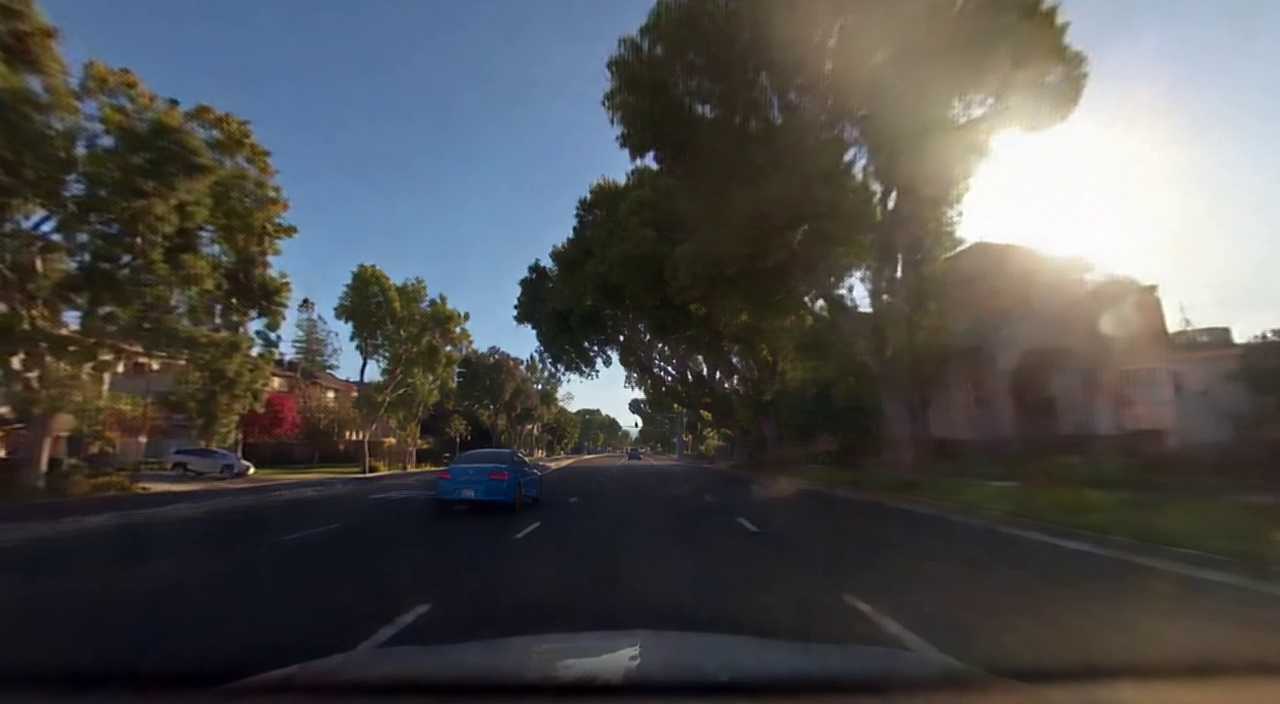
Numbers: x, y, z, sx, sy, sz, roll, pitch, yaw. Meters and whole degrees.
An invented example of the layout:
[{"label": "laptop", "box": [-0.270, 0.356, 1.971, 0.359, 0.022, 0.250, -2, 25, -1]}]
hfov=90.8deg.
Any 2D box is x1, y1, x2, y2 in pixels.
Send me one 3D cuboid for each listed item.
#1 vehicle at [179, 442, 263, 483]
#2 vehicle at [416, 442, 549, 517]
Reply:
[{"label": "vehicle", "box": [-26.175, 6.911, 39.587, 3.358, 2.439, 2.686, 1, -9, -7]}, {"label": "vehicle", "box": [-3.448, 2.880, 14.747, 2.005, 1.477, 4.169, 0, -9, 0]}]
